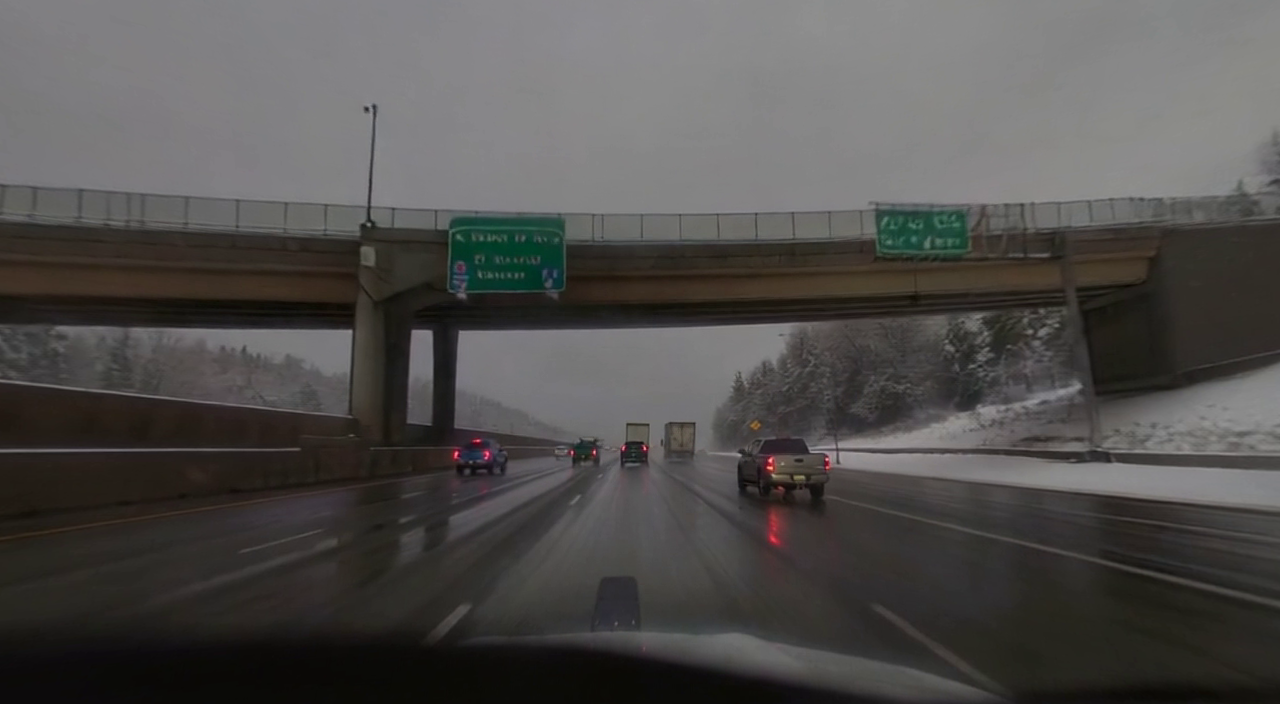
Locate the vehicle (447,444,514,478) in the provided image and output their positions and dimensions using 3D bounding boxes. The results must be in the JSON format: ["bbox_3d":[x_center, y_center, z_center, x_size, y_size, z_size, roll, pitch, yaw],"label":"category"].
[{"bbox_3d":[-7.393,5.074,29.746,1.947,1.444,4.595,0,-9,0],"label":"vehicle"}]

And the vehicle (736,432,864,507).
[{"bbox_3d":[3.881,2.939,16.140,2.119,1.653,4.000,0,-9,-2],"label":"vehicle"}]

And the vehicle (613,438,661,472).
[{"bbox_3d":[-0.181,5.930,36.544,2.572,1.837,5.693,0,-9,0],"label":"vehicle"}]

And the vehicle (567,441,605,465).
[{"bbox_3d":[-4.145,7.884,49.388,2.535,1.715,5.030,0,-9,-1],"label":"vehicle"}]
